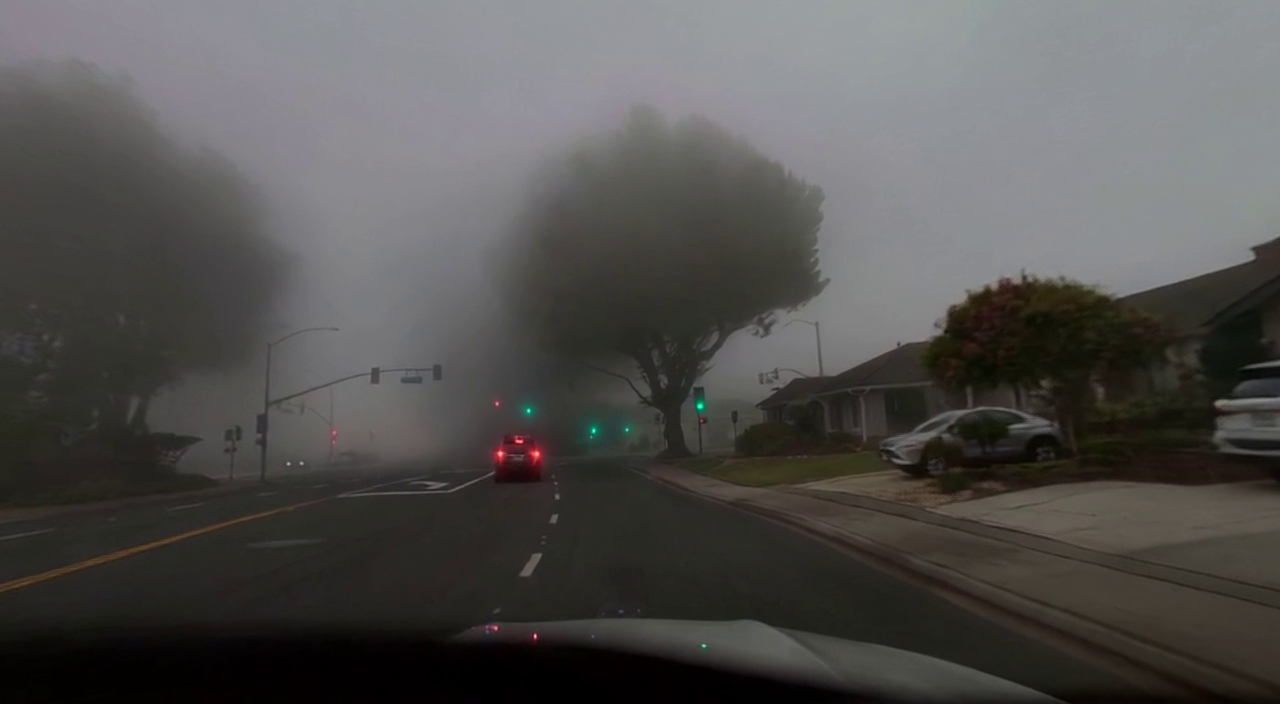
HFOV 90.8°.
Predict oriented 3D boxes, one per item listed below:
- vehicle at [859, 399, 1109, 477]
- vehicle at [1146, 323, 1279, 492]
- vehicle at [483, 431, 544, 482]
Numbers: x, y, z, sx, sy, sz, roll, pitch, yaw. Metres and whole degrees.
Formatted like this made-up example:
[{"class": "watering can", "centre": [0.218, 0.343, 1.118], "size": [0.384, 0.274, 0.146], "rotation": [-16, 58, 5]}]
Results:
[{"class": "vehicle", "centre": [7.738, 1.981, 14.494], "size": [4.663, 1.618, 1.962], "rotation": [1, -9, -7]}, {"class": "vehicle", "centre": [9.178, 0.738, 7.895], "size": [4.542, 1.857, 2.021], "rotation": [2, -9, -16]}, {"class": "vehicle", "centre": [-4.934, 4.142, 25.237], "size": [2.041, 1.834, 4.679], "rotation": [1, -9, -7]}]
